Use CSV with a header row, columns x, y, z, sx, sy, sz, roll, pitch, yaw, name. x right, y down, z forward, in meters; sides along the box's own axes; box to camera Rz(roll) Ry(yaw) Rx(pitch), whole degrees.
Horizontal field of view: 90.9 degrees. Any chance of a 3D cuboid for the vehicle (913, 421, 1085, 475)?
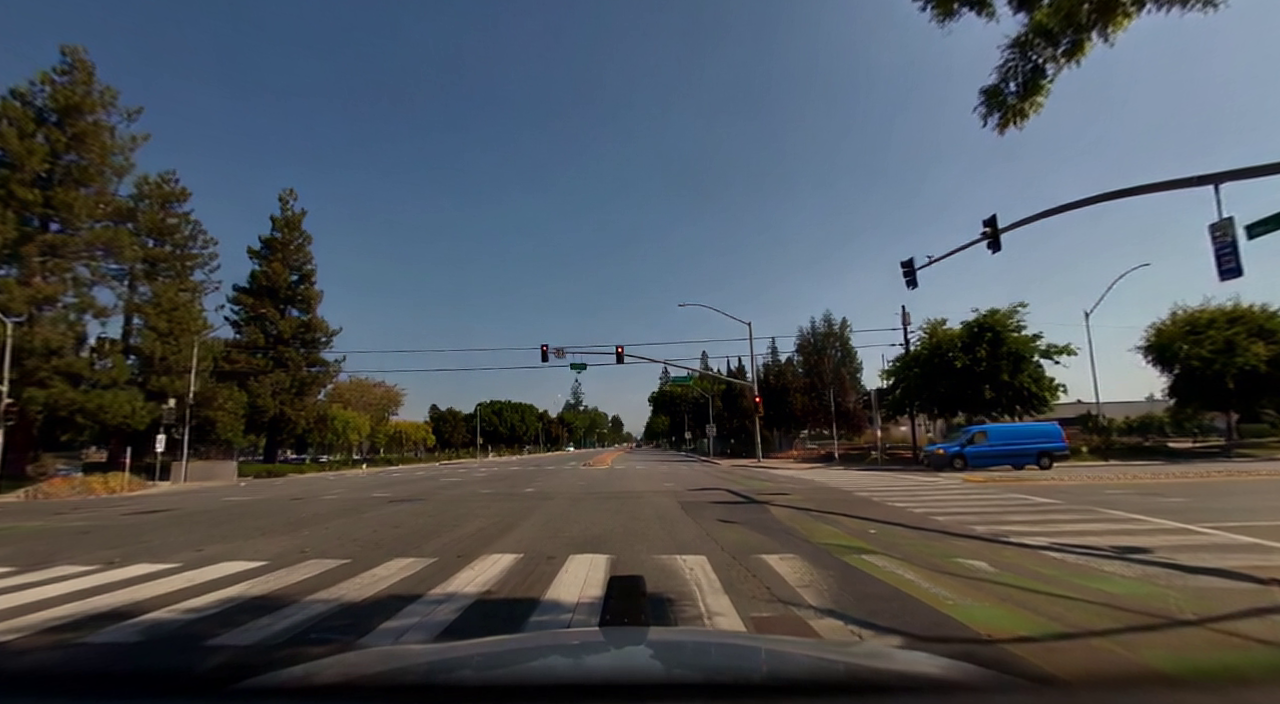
x,y,z,sx,sy,sz,roll,pitch,yaw,name
12.424,3.363,22.090,4.790,1.798,1.909,0,-8,1,vehicle
